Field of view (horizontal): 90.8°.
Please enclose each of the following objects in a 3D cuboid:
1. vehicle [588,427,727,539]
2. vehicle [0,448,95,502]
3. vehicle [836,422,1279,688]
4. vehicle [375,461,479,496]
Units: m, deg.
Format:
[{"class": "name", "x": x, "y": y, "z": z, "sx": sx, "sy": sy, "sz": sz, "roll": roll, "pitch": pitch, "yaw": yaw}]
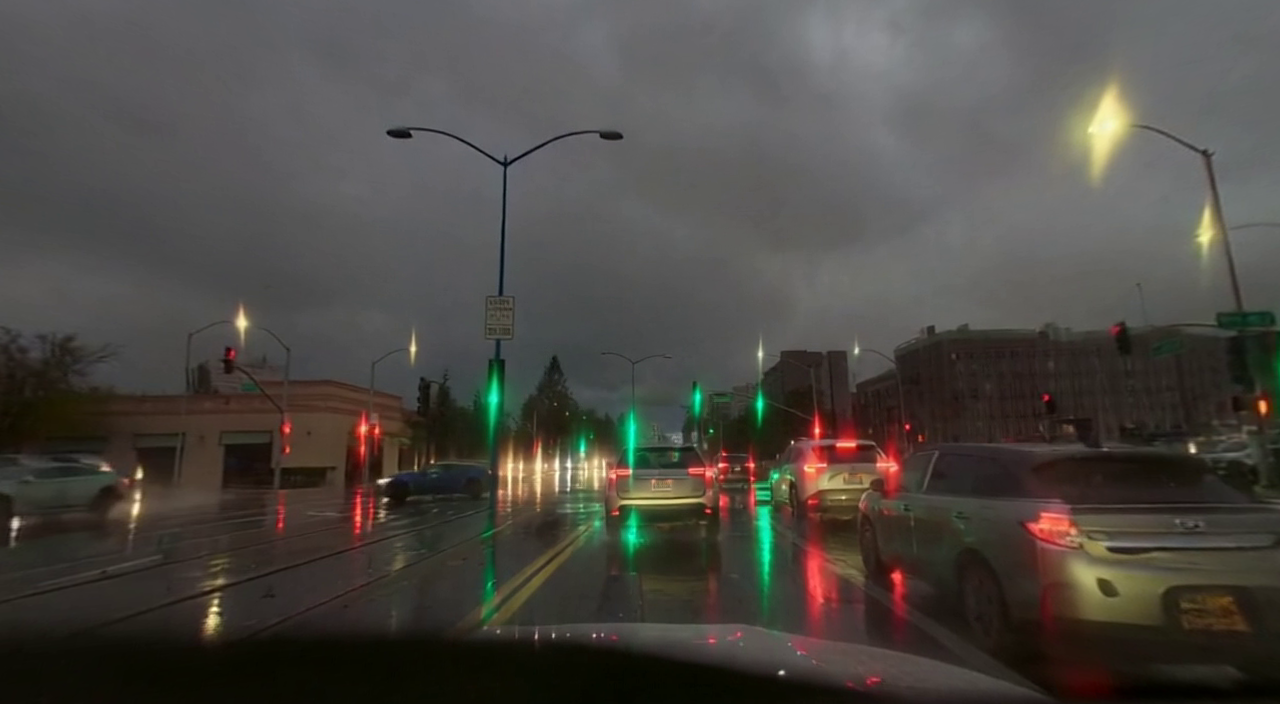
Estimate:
[{"class": "vehicle", "x": 0.219, "y": 2.507, "z": 12.766, "sx": 2.292, "sy": 1.840, "sz": 4.394, "roll": 0, "pitch": -9, "yaw": -2}, {"class": "vehicle", "x": -25.017, "y": 4.779, "z": 24.783, "sx": 5.062, "sy": 1.946, "sz": 2.243, "roll": 0, "pitch": -9, "yaw": 0}, {"class": "vehicle", "x": 3.569, "y": 1.540, "z": 6.113, "sx": 2.056, "sy": 1.516, "sz": 4.776, "roll": -1, "pitch": -9, "yaw": 3}, {"class": "vehicle", "x": -9.606, "y": 5.655, "z": 28.397, "sx": 4.447, "sy": 1.430, "sz": 1.885, "roll": -5, "pitch": -12, "yaw": 30}]
